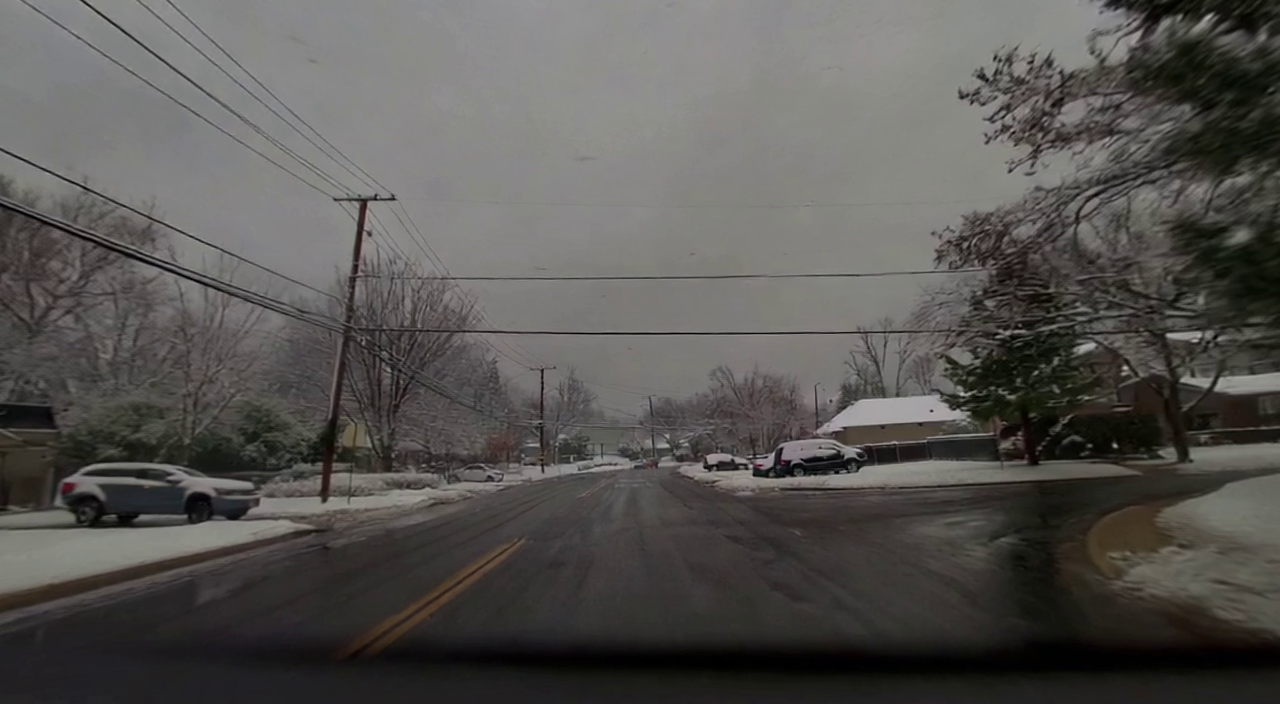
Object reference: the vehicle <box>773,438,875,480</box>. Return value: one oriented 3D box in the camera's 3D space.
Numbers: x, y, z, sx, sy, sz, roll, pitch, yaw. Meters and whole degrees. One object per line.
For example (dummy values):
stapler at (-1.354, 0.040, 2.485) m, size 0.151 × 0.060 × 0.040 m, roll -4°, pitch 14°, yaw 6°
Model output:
vehicle at (9.292, 5.422, 32.153) m, size 4.557 × 2.012 × 1.917 m, roll 0°, pitch -8°, yaw -3°

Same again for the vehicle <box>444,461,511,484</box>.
vehicle at (-11.801, 8.816, 46.034) m, size 4.243 × 1.598 × 2.003 m, roll 0°, pitch -11°, yaw 2°

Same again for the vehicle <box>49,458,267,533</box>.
vehicle at (-12.917, 3.833, 17.163) m, size 4.245 × 1.821 × 1.918 m, roll 0°, pitch -8°, yaw -1°
